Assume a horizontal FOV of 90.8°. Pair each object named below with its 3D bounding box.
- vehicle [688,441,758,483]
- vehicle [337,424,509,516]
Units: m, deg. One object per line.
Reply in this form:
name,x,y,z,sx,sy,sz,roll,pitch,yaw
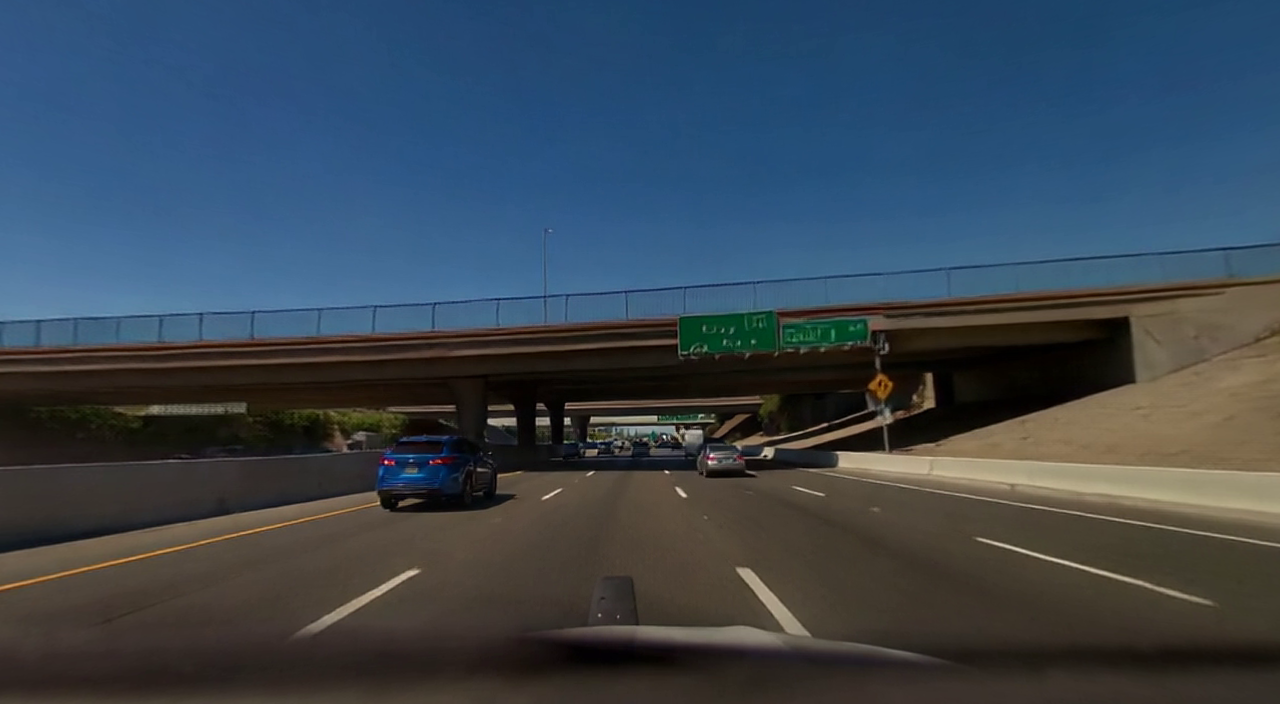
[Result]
vehicle,3.095,4.216,24.580,2.083,1.453,4.307,0,-8,-1
vehicle,-4.356,2.445,13.525,2.193,1.641,4.077,0,-8,1
